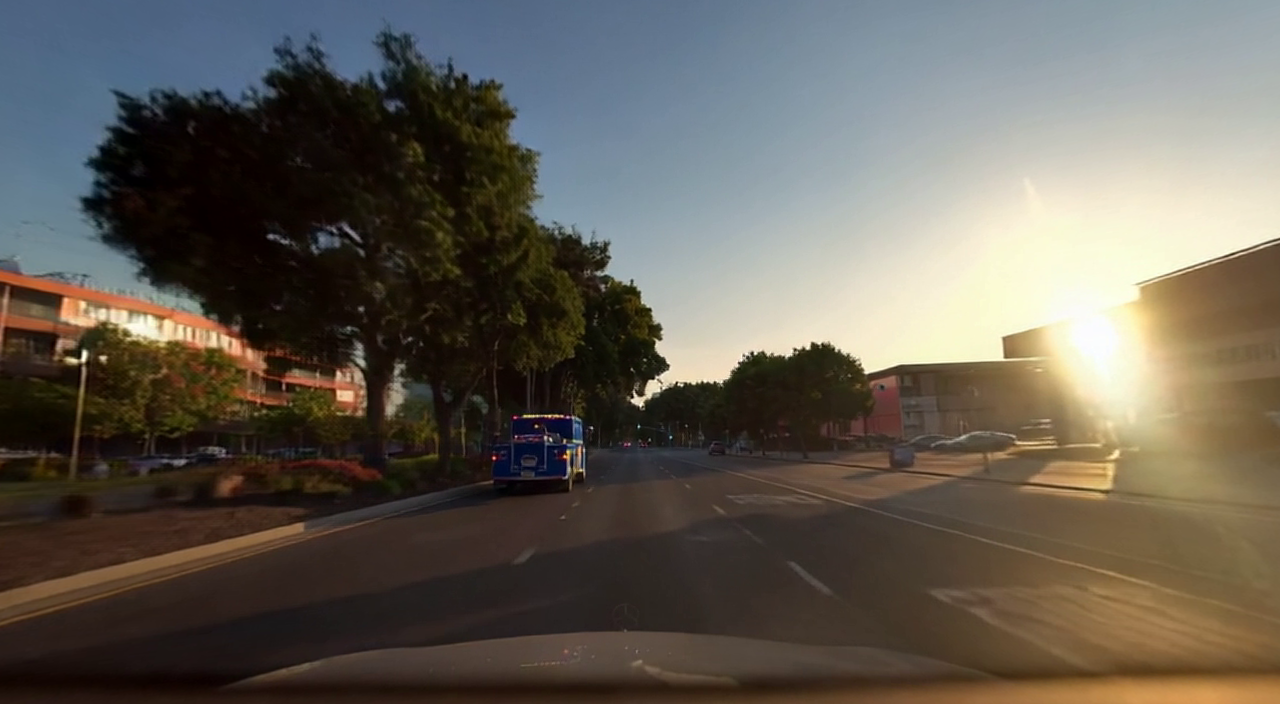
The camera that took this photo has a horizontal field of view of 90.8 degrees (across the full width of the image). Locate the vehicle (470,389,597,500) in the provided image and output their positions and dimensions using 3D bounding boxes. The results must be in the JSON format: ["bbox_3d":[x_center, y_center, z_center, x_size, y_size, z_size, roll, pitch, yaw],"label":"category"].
[{"bbox_3d":[-2.884,2.759,18.866,2.633,2.787,5.796,-1,-9,1],"label":"vehicle"}]
